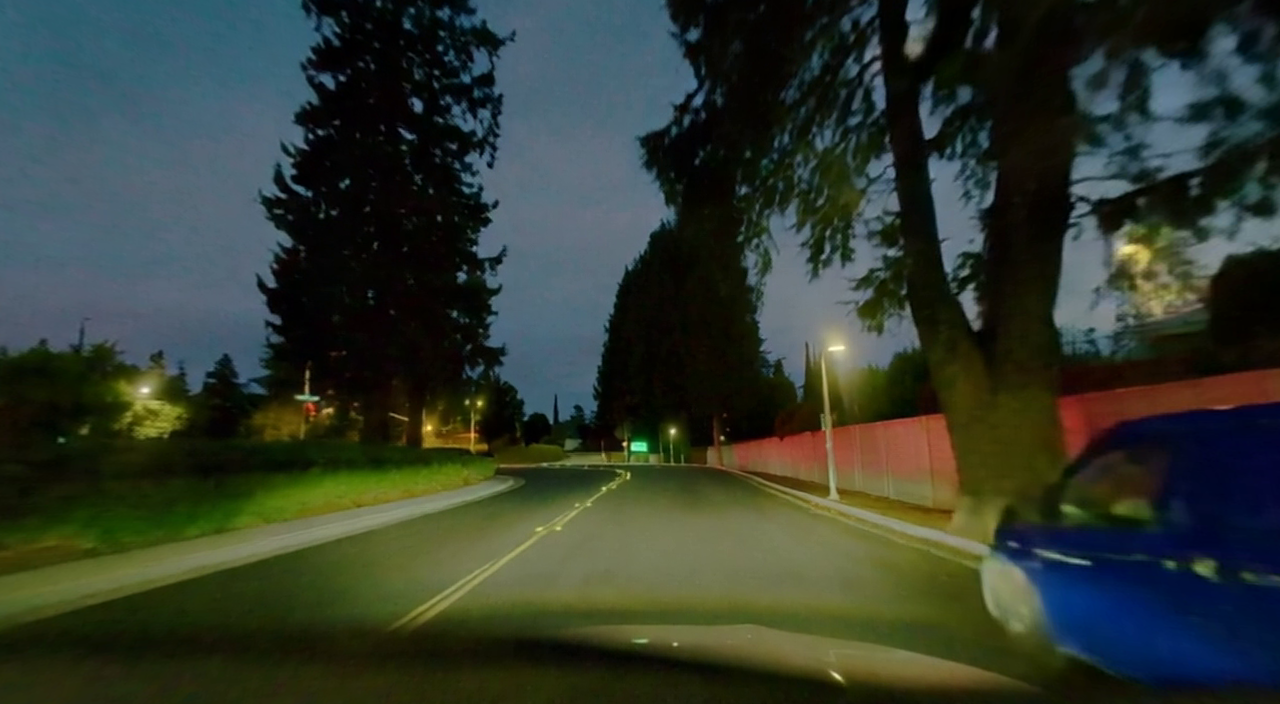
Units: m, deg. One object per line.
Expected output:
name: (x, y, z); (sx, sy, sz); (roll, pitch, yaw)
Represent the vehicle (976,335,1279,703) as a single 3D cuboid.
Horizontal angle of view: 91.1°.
vehicle: (3.719, 0.835, 2.318); (2.323, 1.849, 4.691); (0, -8, 0)
